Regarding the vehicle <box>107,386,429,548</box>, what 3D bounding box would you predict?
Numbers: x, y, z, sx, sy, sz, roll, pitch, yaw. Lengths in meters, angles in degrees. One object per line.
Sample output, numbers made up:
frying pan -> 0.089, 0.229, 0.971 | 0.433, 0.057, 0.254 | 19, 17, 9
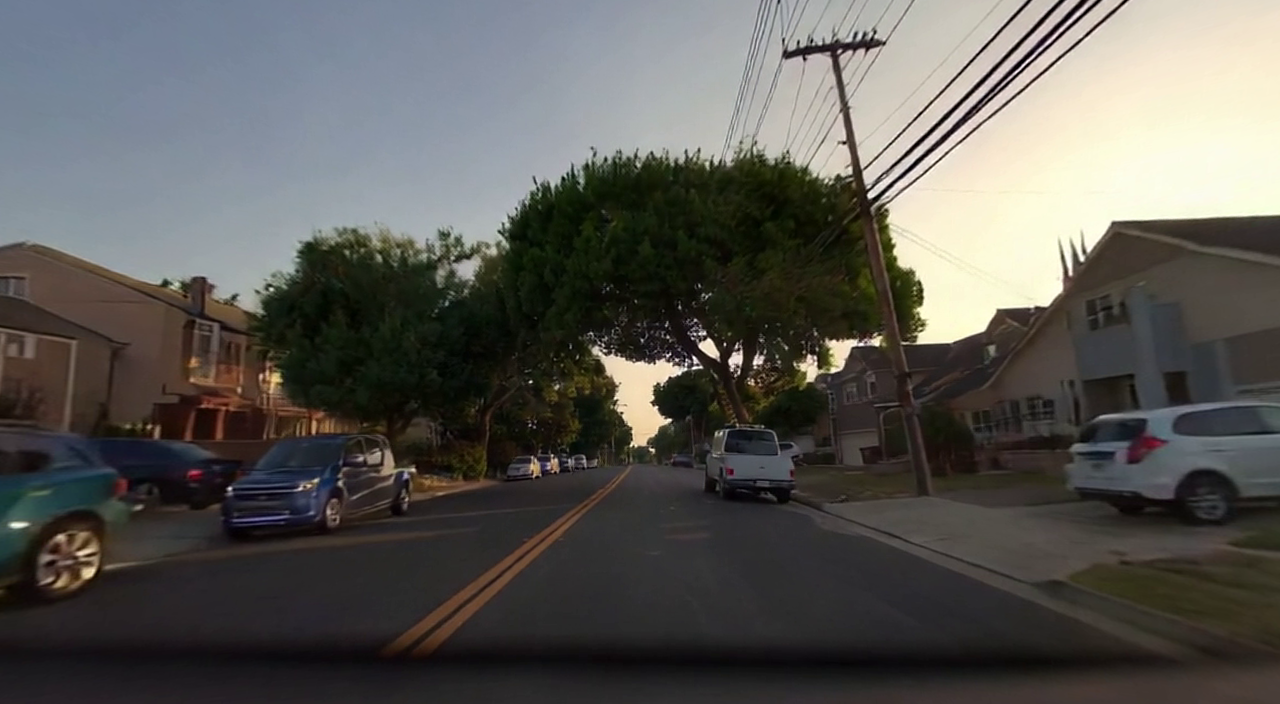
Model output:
vehicle -> -6.306, 2.266, 12.077 | 2.269, 2.229, 6.042 | -2, -12, 2

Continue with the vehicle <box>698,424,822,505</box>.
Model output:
vehicle -> 3.187, 3.122, 18.052 | 2.203, 1.952, 5.111 | 0, -9, -4

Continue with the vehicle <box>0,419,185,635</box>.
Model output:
vehicle -> -6.433, 1.485, 5.168 | 2.046, 1.777, 4.473 | -3, -12, 0

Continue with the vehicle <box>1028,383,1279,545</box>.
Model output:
vehicle -> 8.185, 1.483, 8.461 | 4.489, 1.812, 2.056 | -1, -13, -4
